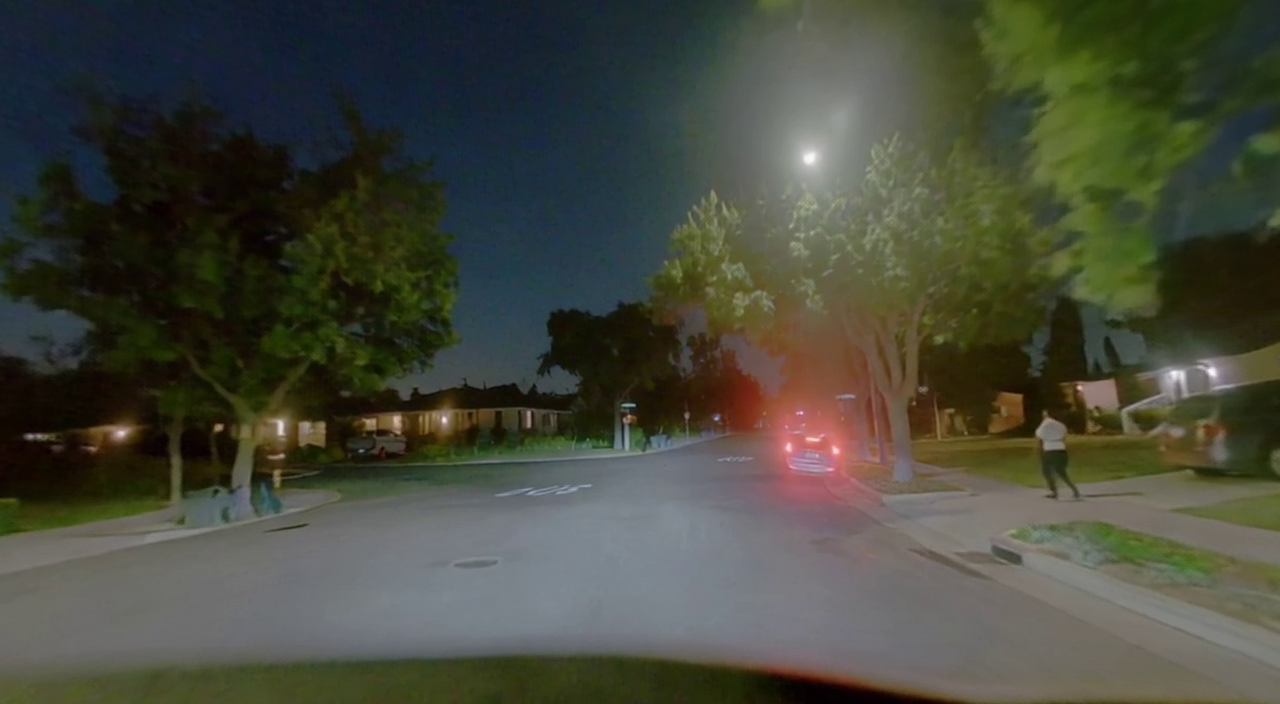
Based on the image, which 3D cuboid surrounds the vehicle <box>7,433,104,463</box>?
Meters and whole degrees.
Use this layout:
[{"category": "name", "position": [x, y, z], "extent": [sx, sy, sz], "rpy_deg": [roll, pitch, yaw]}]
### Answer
[{"category": "vehicle", "position": [-39.025, 6.410, 42.378], "extent": [2.206, 1.858, 4.918], "rpy_deg": [1, -7, -8]}]

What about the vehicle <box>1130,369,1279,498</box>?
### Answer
[{"category": "vehicle", "position": [11.146, 1.083, 10.007], "extent": [4.780, 1.765, 2.103], "rpy_deg": [-6, -9, 2]}]

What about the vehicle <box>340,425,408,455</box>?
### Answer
[{"category": "vehicle", "position": [-17.076, 5.680, 40.769], "extent": [2.021, 1.798, 4.491], "rpy_deg": [-1, -8, 6]}]

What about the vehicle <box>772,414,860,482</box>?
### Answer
[{"category": "vehicle", "position": [5.009, 2.796, 18.592], "extent": [2.053, 1.737, 4.375], "rpy_deg": [-2, -8, 10]}]
